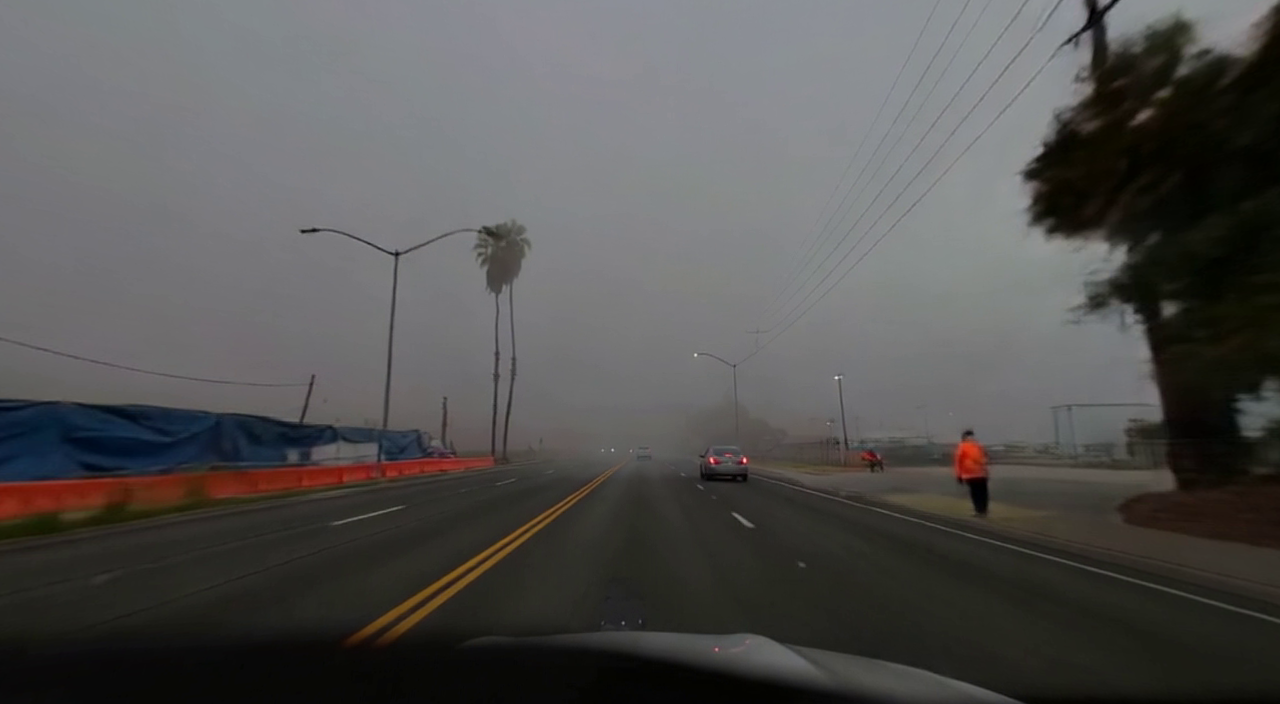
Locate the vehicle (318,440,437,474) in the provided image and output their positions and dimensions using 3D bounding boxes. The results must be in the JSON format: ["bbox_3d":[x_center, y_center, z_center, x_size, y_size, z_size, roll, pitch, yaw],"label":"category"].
[{"bbox_3d":[-17.964,7.203,43.301,6.969,2.132,2.716,8,-12,-44],"label":"vehicle"}]

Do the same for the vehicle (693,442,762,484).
[{"bbox_3d":[3.466,4.494,25.758,2.148,1.562,4.642,0,-8,0],"label":"vehicle"}]
